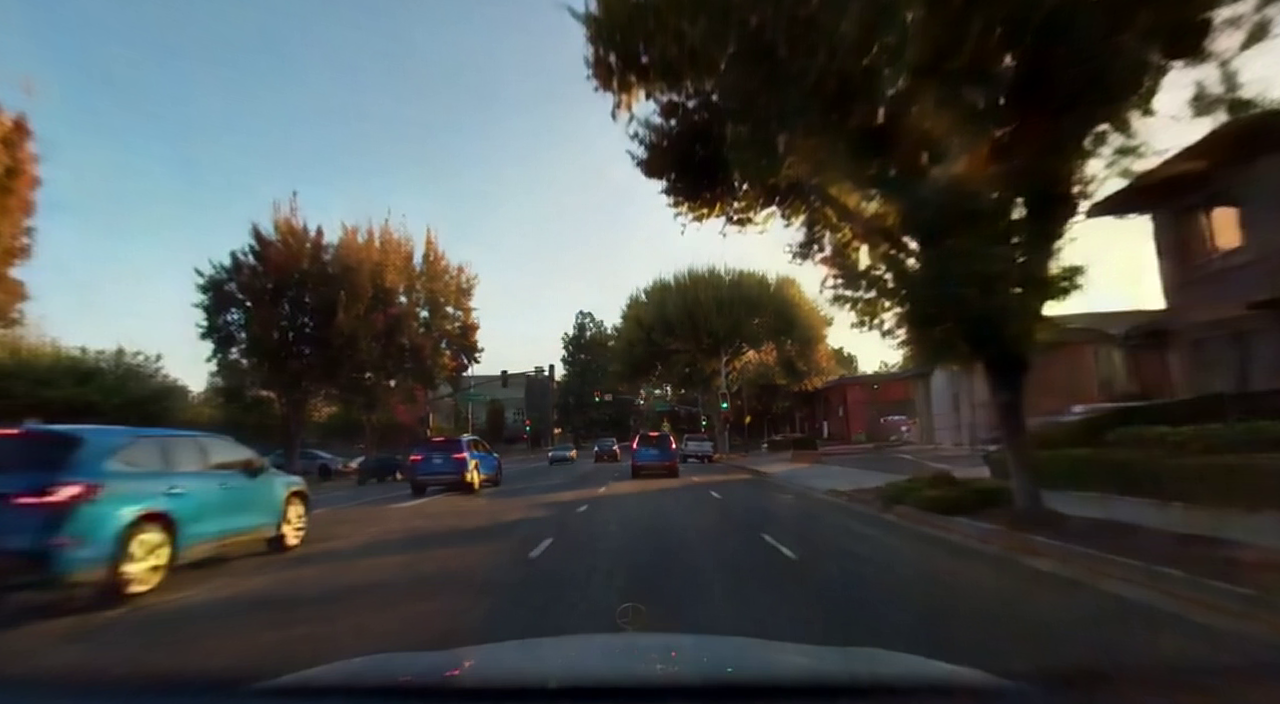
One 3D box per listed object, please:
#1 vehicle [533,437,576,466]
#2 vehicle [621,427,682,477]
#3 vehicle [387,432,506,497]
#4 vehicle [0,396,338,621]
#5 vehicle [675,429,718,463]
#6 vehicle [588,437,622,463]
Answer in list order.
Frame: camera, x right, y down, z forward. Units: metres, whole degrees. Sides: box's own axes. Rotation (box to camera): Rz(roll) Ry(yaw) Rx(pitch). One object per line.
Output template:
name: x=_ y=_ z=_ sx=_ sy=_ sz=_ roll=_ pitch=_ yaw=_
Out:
vehicle: x=-5.285 y=6.237 z=39.464 sx=2.108 sy=1.689 sz=4.316 roll=0 pitch=-8 yaw=0
vehicle: x=0.442 y=3.991 z=25.262 sx=2.235 sy=1.778 sz=4.178 roll=0 pitch=-8 yaw=1
vehicle: x=-5.511 y=3.263 z=18.675 sx=2.052 sy=1.664 sz=4.476 roll=0 pitch=-9 yaw=1
vehicle: x=-5.445 y=1.513 z=7.029 sx=2.193 sy=1.687 sz=4.507 roll=0 pitch=-9 yaw=-5
vehicle: x=3.666 y=6.255 z=42.047 sx=2.338 sy=2.063 sz=5.672 roll=0 pitch=-9 yaw=0
vehicle: x=-2.303 y=6.648 z=42.948 sx=2.058 sy=1.659 sz=4.514 roll=0 pitch=-8 yaw=0
